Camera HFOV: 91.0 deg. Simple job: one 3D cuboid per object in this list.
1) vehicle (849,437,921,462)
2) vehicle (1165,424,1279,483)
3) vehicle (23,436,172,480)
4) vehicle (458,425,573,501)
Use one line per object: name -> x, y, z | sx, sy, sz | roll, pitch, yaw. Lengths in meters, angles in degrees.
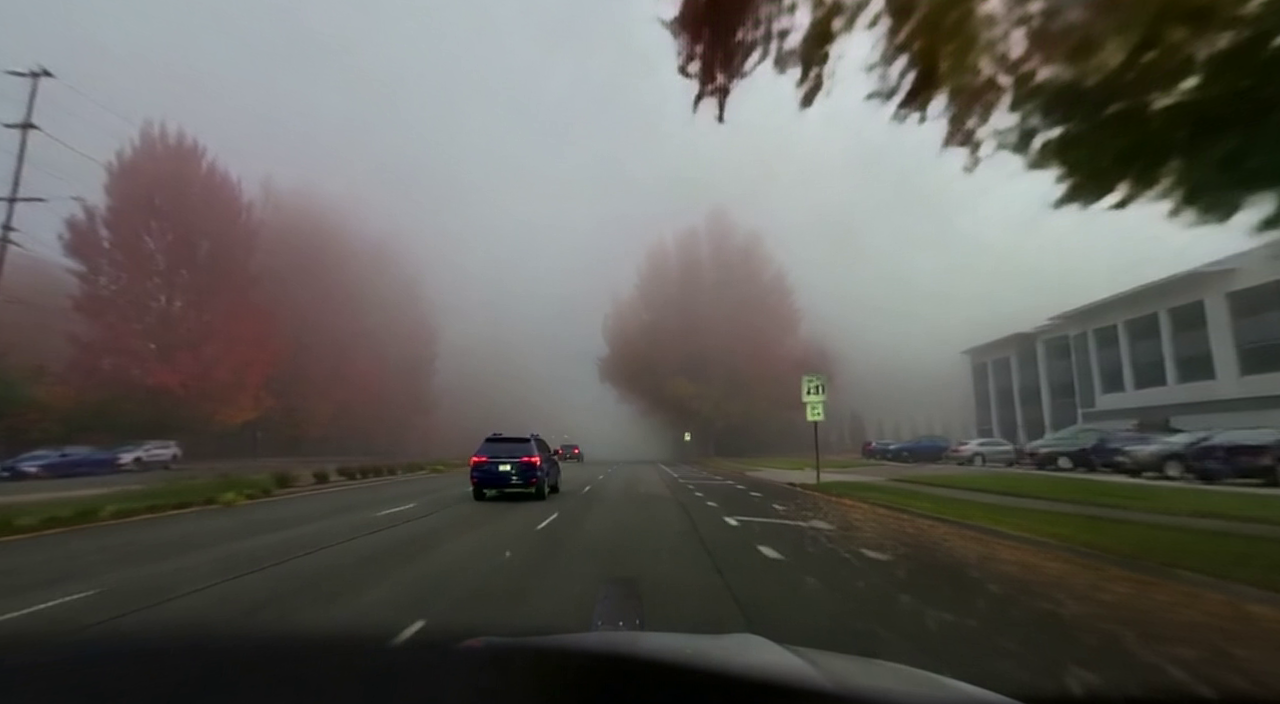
vehicle -> 18.176, 7.254, 46.767 | 4.475, 1.668, 1.983 | -1, -8, -3
vehicle -> 18.107, 2.904, 18.020 | 4.360, 1.552, 2.071 | 1, -9, -4
vehicle -> -25.409, 4.976, 29.886 | 2.142, 1.895, 5.528 | 0, -8, 0
vehicle -> -3.204, 2.982, 17.303 | 2.112, 1.779, 4.489 | 0, -8, 2
